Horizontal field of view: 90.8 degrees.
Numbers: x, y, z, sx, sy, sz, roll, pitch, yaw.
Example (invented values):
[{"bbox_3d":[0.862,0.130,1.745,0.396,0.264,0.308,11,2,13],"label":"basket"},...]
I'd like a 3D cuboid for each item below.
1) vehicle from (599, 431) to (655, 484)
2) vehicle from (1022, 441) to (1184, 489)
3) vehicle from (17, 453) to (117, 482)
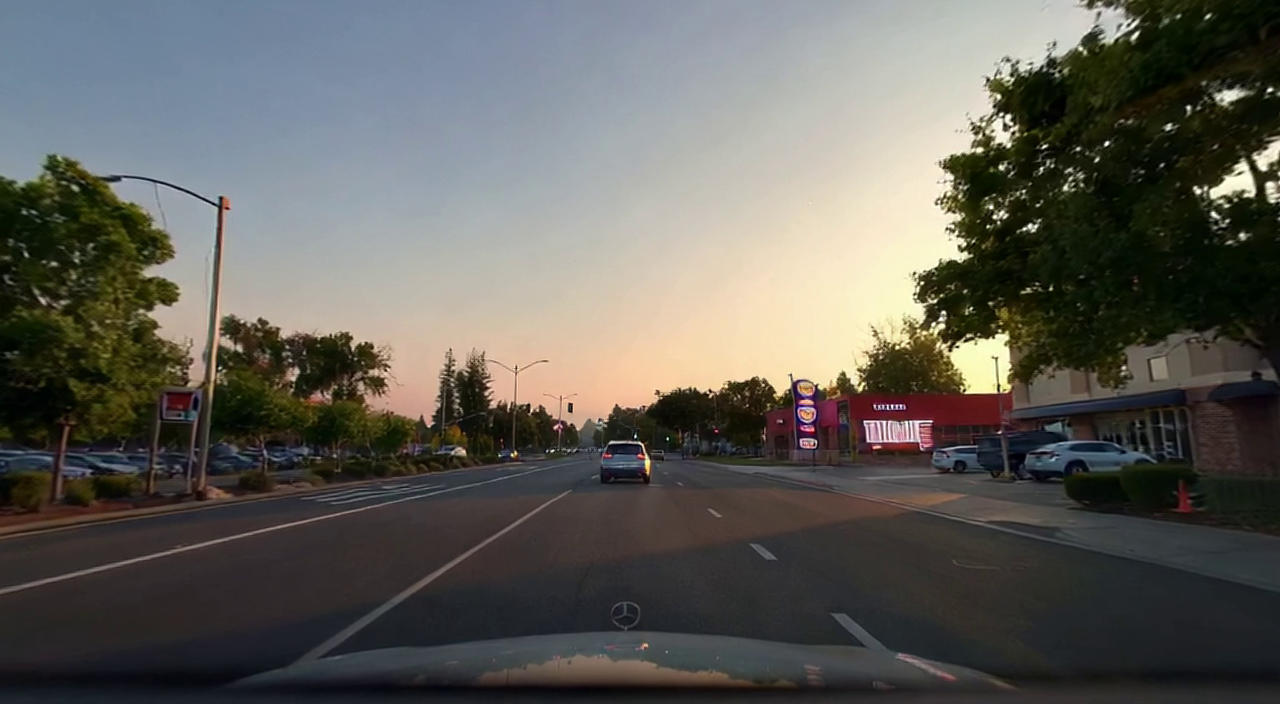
[{"bbox_3d":[-0.531,4.281,25.812,2.096,1.961,4.259,0,-9,-1],"label":"vehicle"},{"bbox_3d":[16.454,4.026,22.623,4.290,1.617,1.751,0,-9,2],"label":"vehicle"},{"bbox_3d":[-33.741,6.789,37.238,4.154,1.578,1.771,0,-9,1],"label":"vehicle"}]
